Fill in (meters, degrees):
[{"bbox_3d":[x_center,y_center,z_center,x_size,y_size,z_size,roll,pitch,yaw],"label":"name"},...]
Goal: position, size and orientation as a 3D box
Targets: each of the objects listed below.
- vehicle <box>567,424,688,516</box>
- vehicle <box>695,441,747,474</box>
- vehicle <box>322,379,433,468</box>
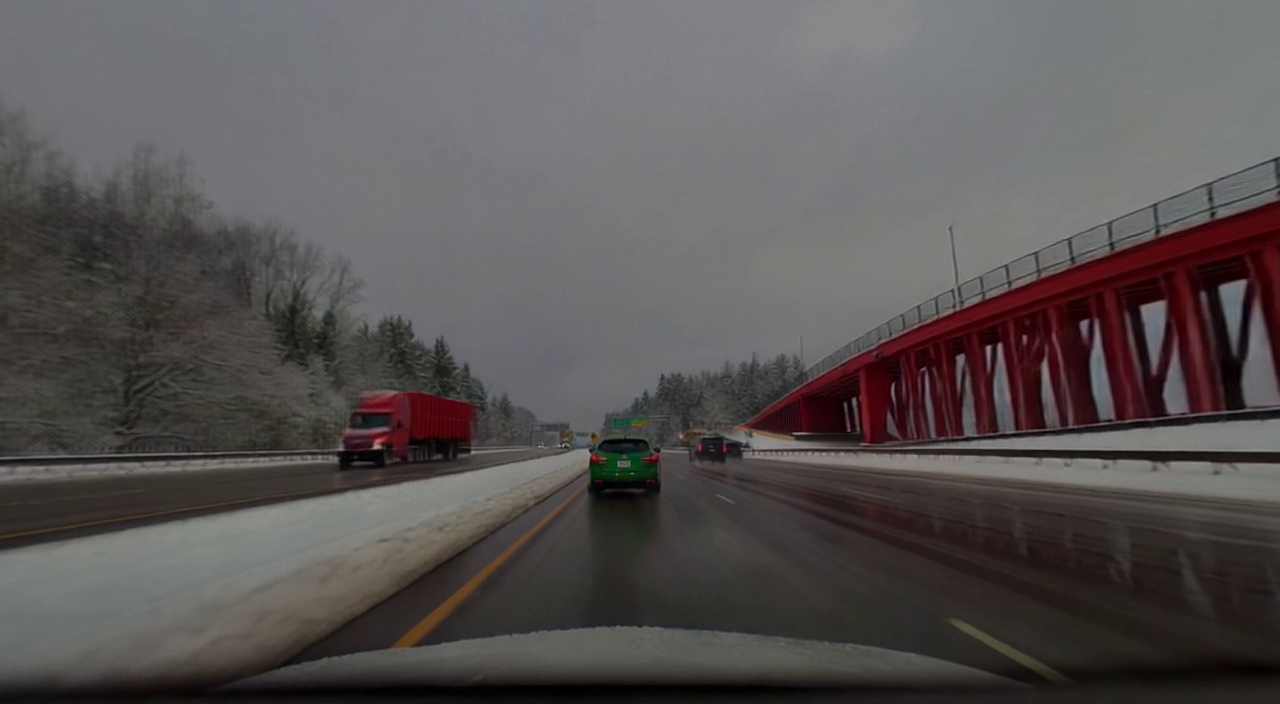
[{"bbox_3d":[-0.235,2.517,13.821,2.259,1.699,4.015,0,-9,0],"label":"vehicle"},{"bbox_3d":[3.913,5.151,30.763,1.894,1.487,3.751,0,-9,-2],"label":"vehicle"},{"bbox_3d":[-13.343,3.809,32.553,3.271,4.196,5.696,0,-9,-1],"label":"vehicle"}]
